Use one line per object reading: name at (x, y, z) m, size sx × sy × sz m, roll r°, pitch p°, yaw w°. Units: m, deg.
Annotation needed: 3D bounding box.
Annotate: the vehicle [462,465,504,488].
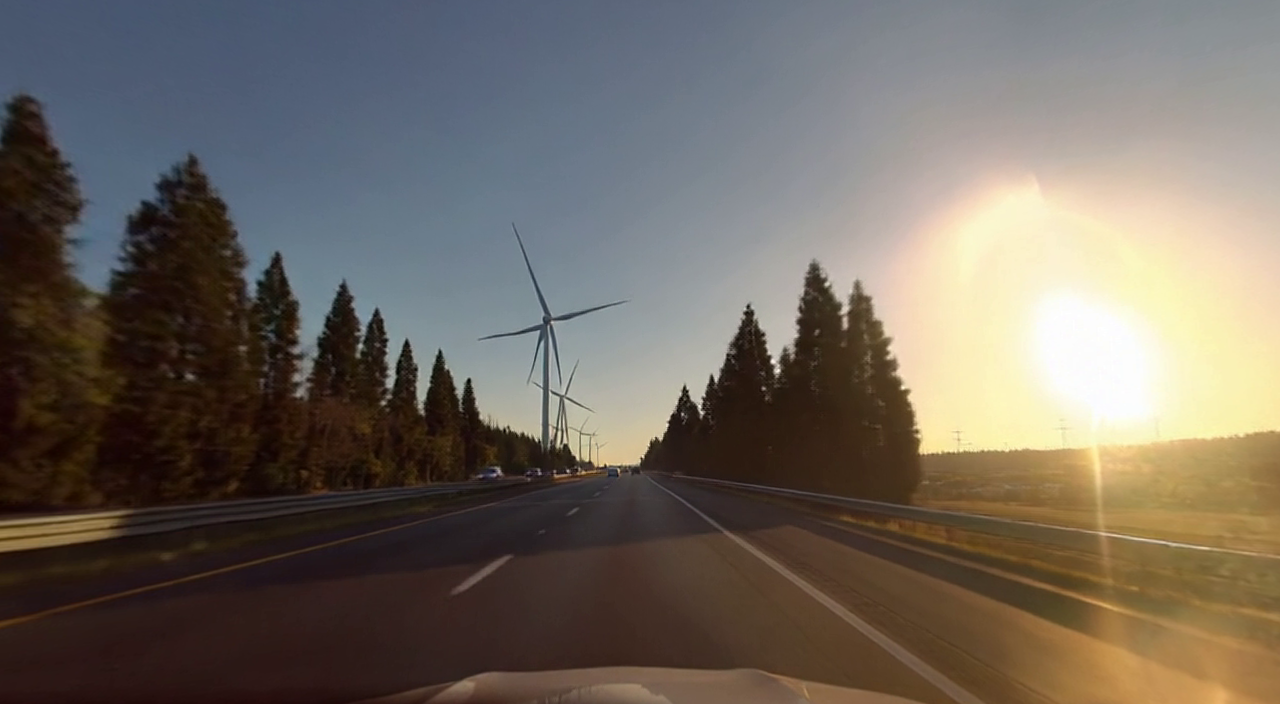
vehicle at (-12.155, 9.665, 49.059) m, size 2.068 × 1.615 × 4.594 m, roll 1°, pitch -11°, yaw 1°
